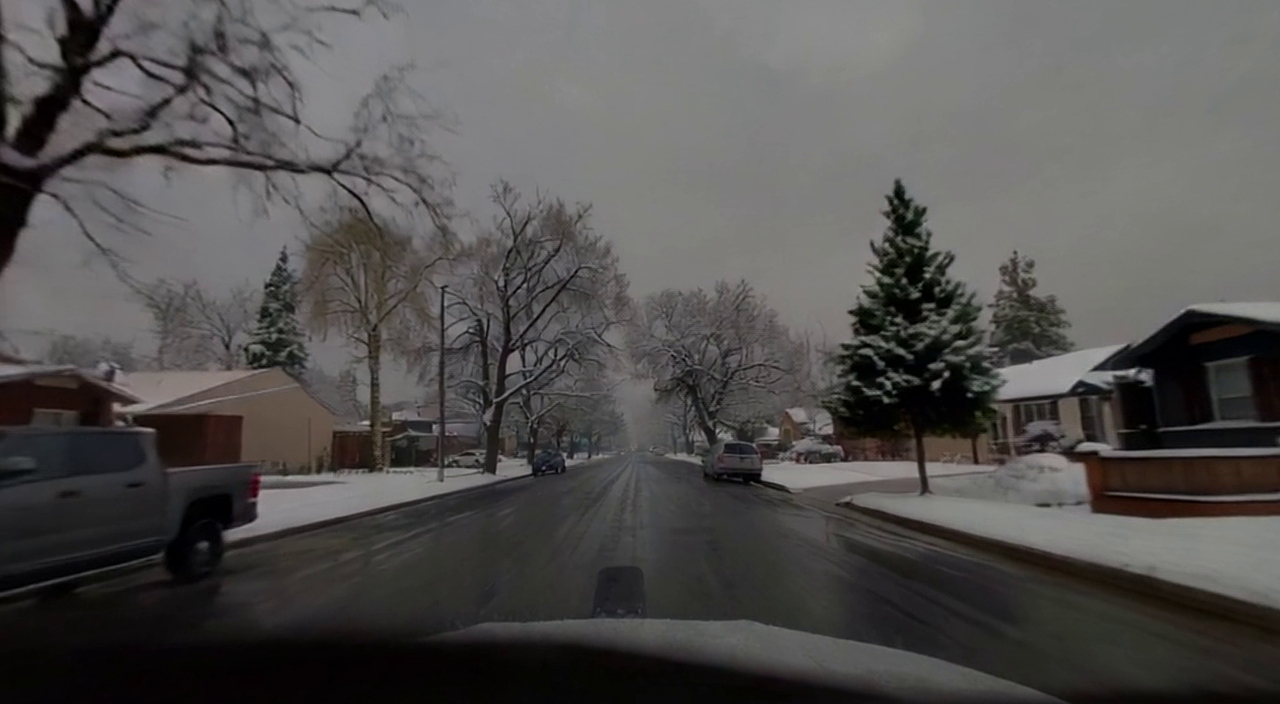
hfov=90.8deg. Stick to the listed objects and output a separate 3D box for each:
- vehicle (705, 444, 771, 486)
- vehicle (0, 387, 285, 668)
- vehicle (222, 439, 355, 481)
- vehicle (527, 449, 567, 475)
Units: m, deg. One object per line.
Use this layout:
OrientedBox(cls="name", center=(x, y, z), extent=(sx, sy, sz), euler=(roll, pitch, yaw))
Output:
OrientedBox(cls="vehicle", center=(4.023, 4.715, 26.738), extent=(1.996, 1.585, 4.371), euler=(0, -9, -1))
OrientedBox(cls="vehicle", center=(-5.711, 1.425, 5.637), extent=(2.341, 1.942, 5.044), euler=(0, -9, -3))
OrientedBox(cls="vehicle", center=(-15.332, 4.725, 27.768), extent=(4.530, 1.777, 2.107), euler=(0, -9, -3))
OrientedBox(cls="vehicle", center=(-6.077, 7.234, 41.785), extent=(1.944, 1.621, 4.187), euler=(-1, -9, 1))
